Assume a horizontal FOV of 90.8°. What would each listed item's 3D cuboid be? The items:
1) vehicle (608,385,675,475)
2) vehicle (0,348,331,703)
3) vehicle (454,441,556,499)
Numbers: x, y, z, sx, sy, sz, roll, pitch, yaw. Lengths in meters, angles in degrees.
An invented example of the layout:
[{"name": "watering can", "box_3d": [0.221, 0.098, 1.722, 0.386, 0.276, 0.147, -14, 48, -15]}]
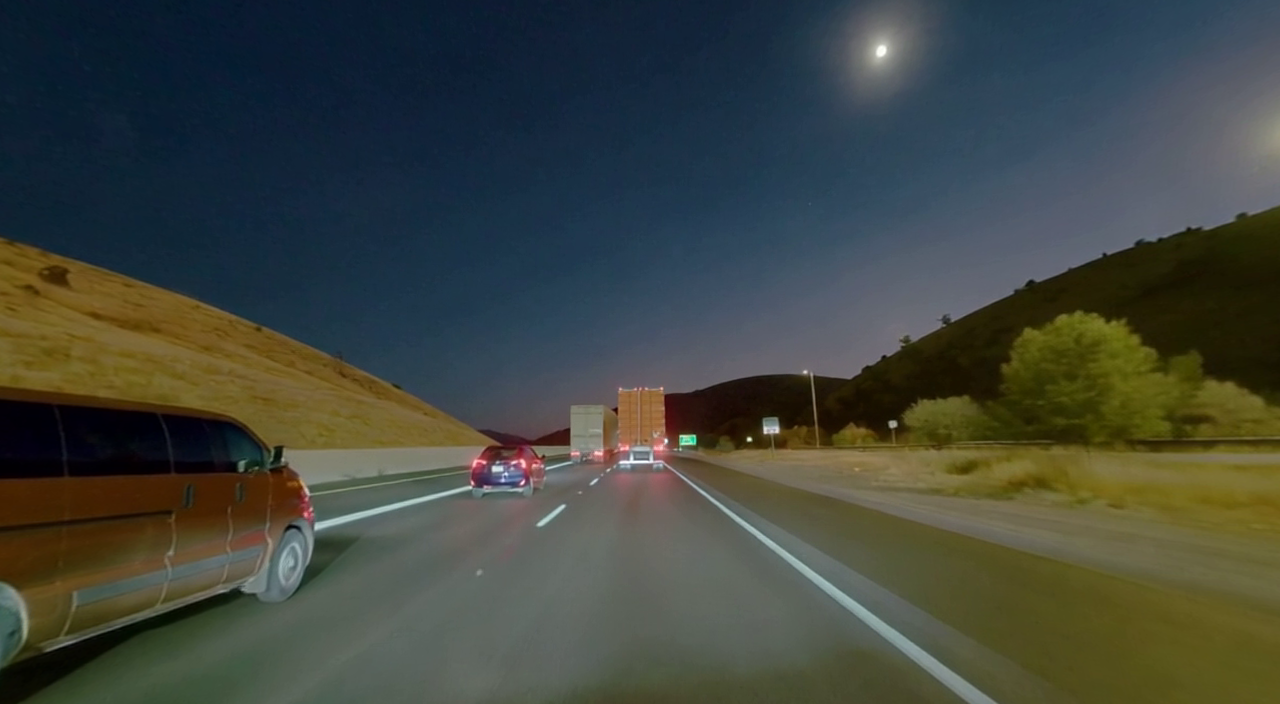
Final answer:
[{"name": "vehicle", "box_3d": [0.186, 4.225, 33.412, 2.913, 3.988, 10.874, 0, -8, 1]}, {"name": "vehicle", "box_3d": [-4.102, 0.969, 3.606, 2.136, 1.779, 4.875, 0, -8, 1]}, {"name": "vehicle", "box_3d": [-3.703, 3.301, 18.118, 1.950, 1.446, 4.224, 0, -8, 1]}]
